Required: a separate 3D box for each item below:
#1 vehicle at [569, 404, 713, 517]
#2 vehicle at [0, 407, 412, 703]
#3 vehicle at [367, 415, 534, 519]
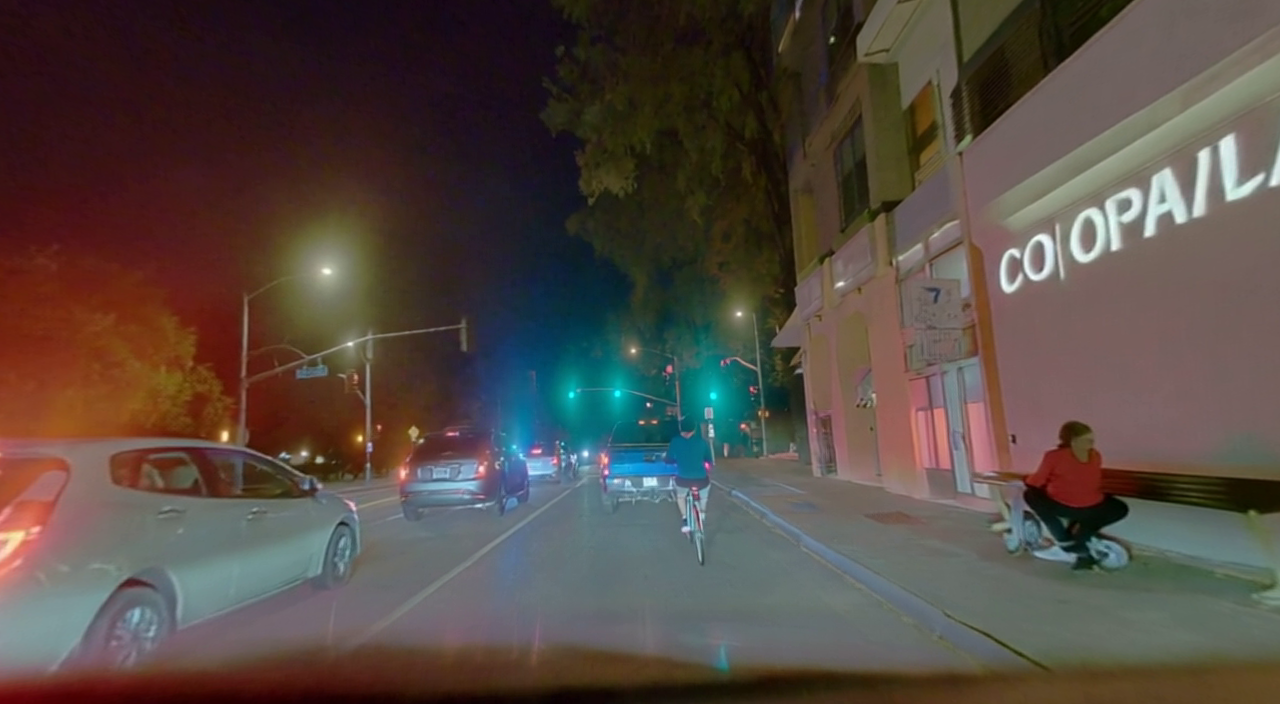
[{"bbox_3d":[-0.025,2.207,13.232,2.426,1.882,5.027,0,-9,-1],"label":"vehicle"},{"bbox_3d":[-3.586,1.298,4.860,2.064,1.486,4.140,0,-9,1],"label":"vehicle"},{"bbox_3d":[-3.607,2.297,13.030,2.046,1.750,4.452,0,-9,0],"label":"vehicle"}]
